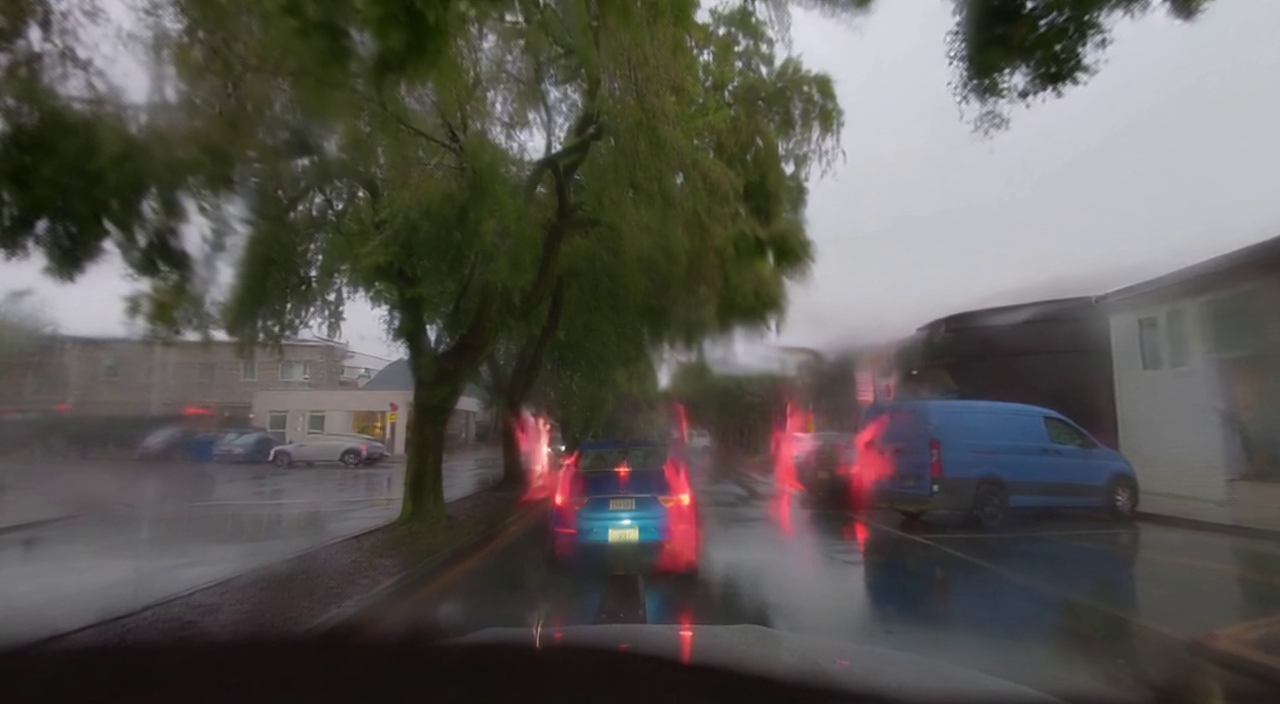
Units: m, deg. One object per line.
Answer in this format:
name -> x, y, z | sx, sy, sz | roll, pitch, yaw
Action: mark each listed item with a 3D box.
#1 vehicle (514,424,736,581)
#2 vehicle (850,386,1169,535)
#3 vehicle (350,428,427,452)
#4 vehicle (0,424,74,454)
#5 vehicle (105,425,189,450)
vehicle -> -0.201, 1.744, 8.223 | 2.065, 1.450, 4.522 | 0, -9, -2
vehicle -> 6.642, 1.887, 11.331 | 5.385, 2.146, 2.143 | 4, -9, -26
vehicle -> -18.449, 6.496, 46.512 | 4.892, 1.679, 1.927 | 1, -9, -6
vehicle -> -31.842, 4.438, 32.097 | 4.168, 1.458, 1.904 | 0, -9, -2
vehicle -> -31.830, 5.534, 40.852 | 3.915, 1.574, 1.850 | 0, -9, 3
